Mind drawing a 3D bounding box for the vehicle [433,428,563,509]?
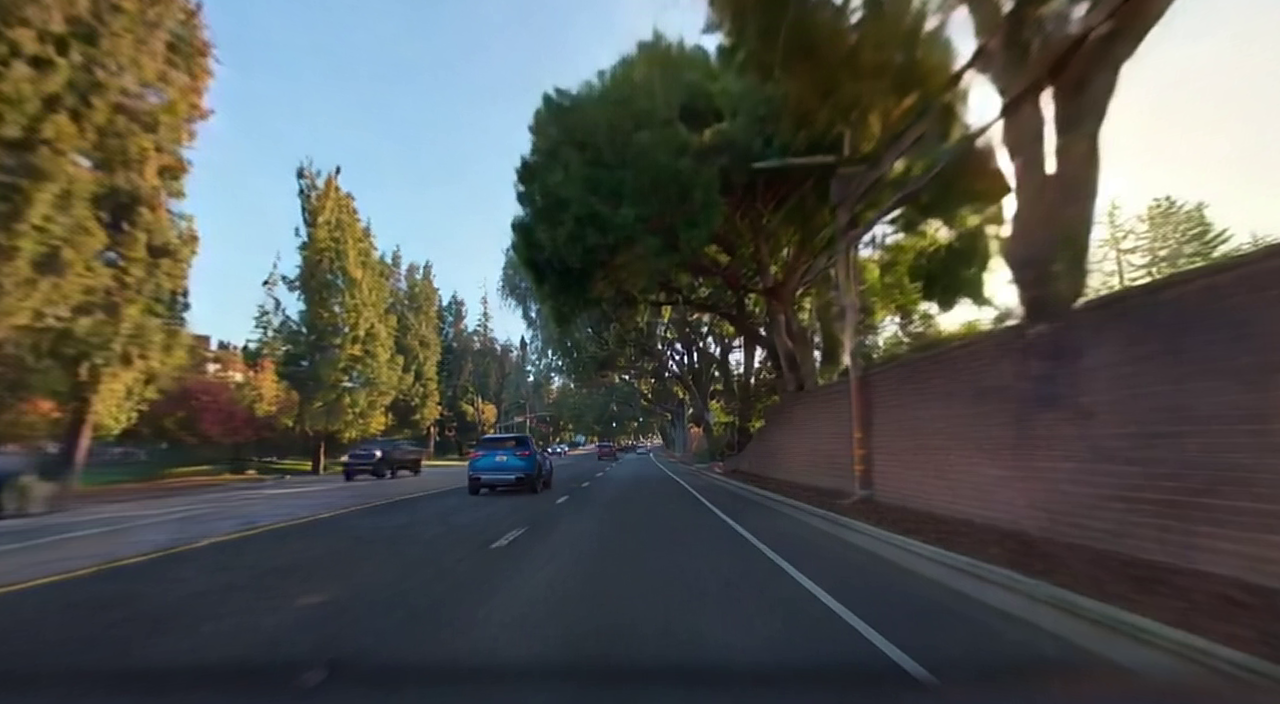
[{"bbox_3d":[-3.345,2.838,15.878,2.147,1.730,4.555,0,-8,1],"label":"vehicle"}]

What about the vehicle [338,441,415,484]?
[{"bbox_3d":[-12.406,5.196,29.962,1.930,1.868,4.063,0,-8,-1],"label":"vehicle"}]
